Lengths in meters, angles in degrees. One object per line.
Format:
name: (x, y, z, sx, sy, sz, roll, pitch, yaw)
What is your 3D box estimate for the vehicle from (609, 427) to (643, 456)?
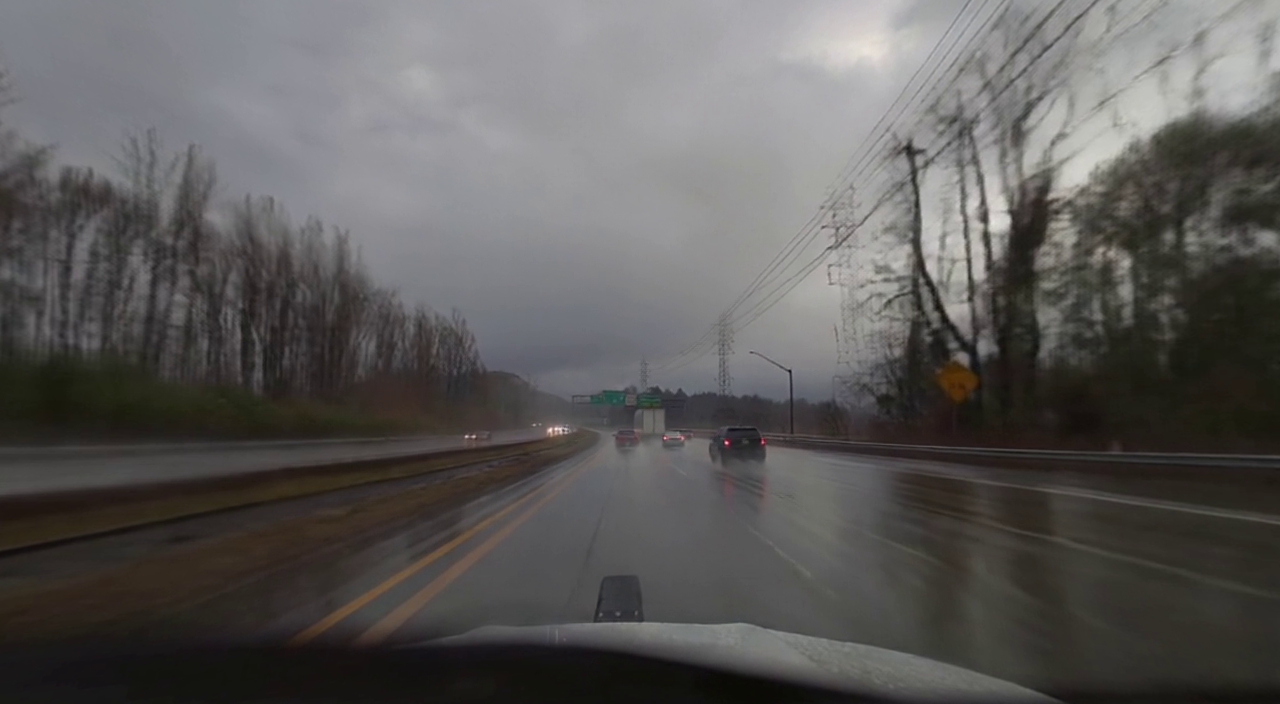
vehicle: (-0.861, 5.527, 38.890, 2.019, 1.642, 3.790, 0, -8, -1)

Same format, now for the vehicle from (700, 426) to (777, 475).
vehicle: (3.408, 3.489, 22.600, 2.062, 1.581, 3.914, 0, -8, -1)
